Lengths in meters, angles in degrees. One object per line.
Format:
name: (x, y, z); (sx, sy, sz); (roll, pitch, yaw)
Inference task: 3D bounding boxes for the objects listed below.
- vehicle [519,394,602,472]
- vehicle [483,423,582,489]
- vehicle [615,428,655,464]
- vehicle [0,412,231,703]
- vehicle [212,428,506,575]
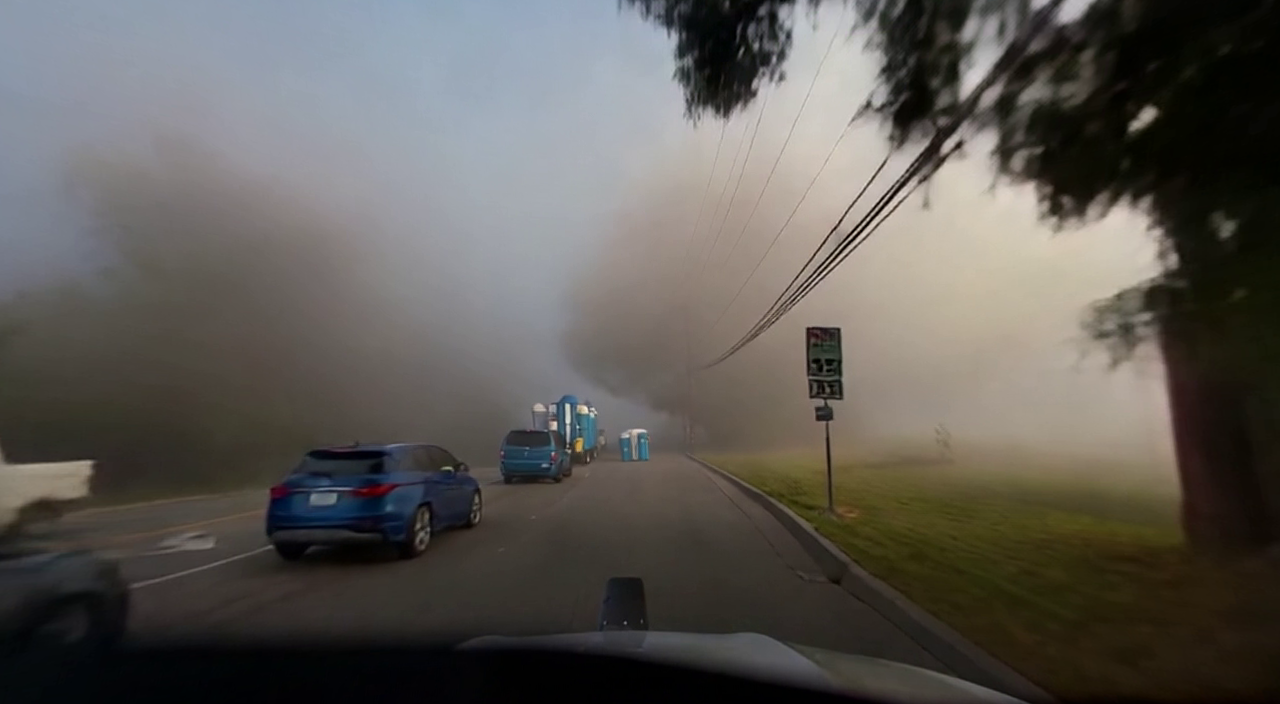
vehicle: (-3.708, 4.086, 31.538); (3.120, 3.393, 7.945); (0, -8, 0)
vehicle: (-3.218, 3.230, 19.971); (2.187, 1.821, 4.748); (0, -8, 2)
vehicle: (-0.285, 5.238, 35.173); (2.117, 1.861, 4.095); (0, -8, -1)
vehicle: (-3.624, 0.877, 1.710); (1.972, 1.486, 4.547); (0, -8, 0)
vehicle: (-3.327, 1.842, 8.677); (1.966, 1.466, 4.473); (0, -8, 0)
